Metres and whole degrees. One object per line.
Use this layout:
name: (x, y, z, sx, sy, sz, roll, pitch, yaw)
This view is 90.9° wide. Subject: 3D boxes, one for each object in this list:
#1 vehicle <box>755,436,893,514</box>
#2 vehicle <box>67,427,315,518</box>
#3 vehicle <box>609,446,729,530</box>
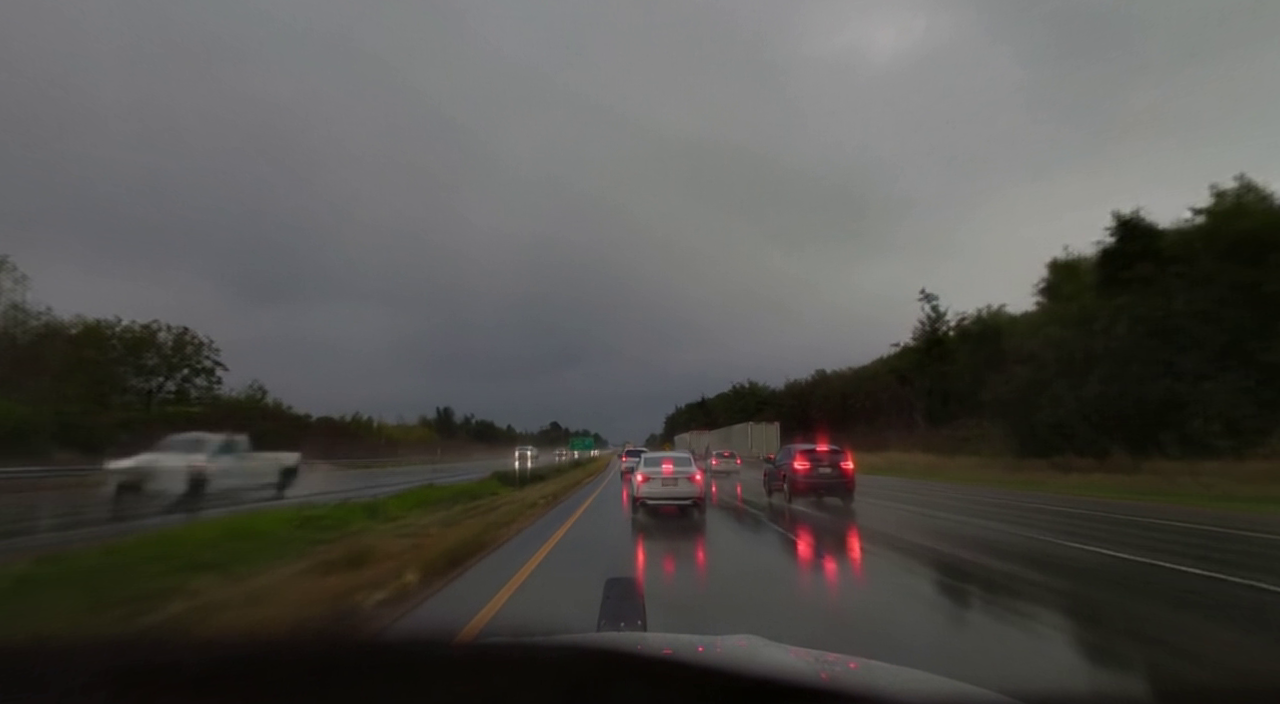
vehicle: (4.394, 3.020, 15.963, 1.998, 1.657, 4.604, 0, -9, -1)
vehicle: (-8.557, 2.327, 12.585, 1.941, 1.483, 4.061, 0, -9, 0)
vehicle: (0.470, 2.671, 12.936, 2.094, 1.426, 3.725, 0, -9, -1)
